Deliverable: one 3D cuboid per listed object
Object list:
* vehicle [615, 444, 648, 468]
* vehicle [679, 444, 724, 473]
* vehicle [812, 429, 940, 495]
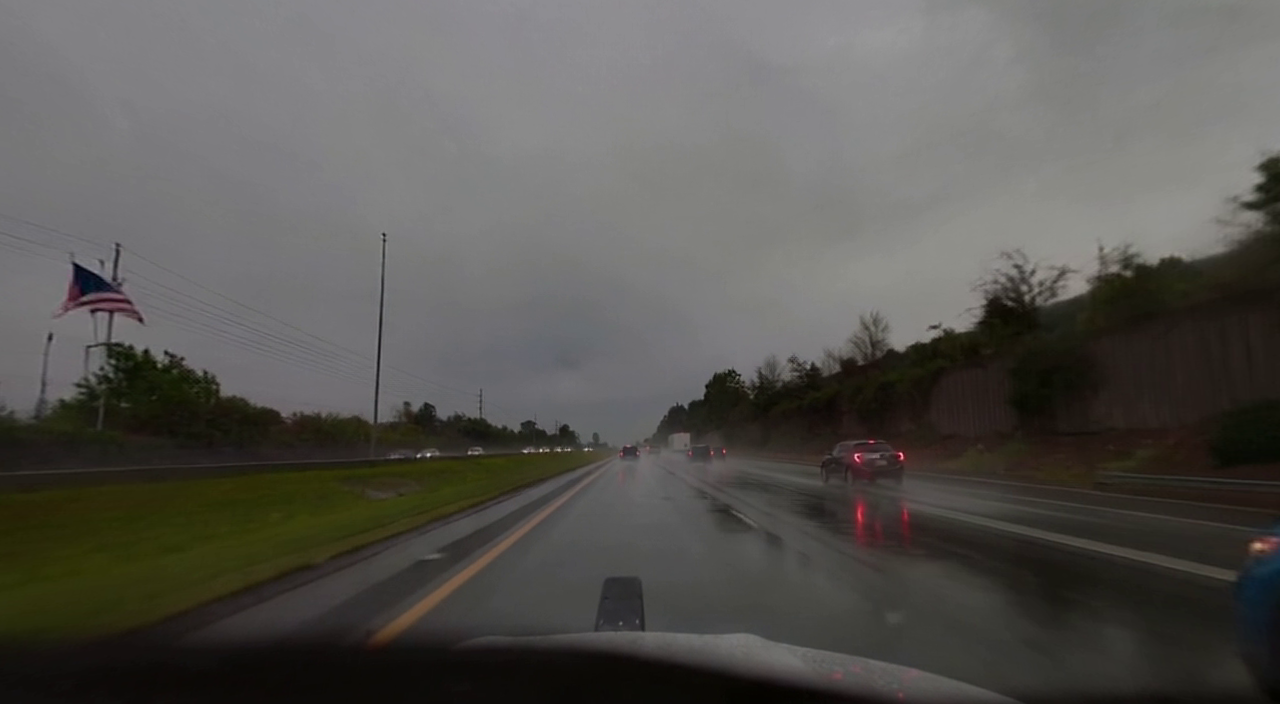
[{"bbox_3d":[-0.556,6.793,41.498,2.085,1.449,3.860,0,-8,-1],"label":"vehicle"},{"bbox_3d":[3.326,5.837,35.058,1.978,1.488,4.252,0,-8,-2],"label":"vehicle"},{"bbox_3d":[7.217,3.405,19.999,2.114,1.800,4.779,0,-8,-1],"label":"vehicle"}]
